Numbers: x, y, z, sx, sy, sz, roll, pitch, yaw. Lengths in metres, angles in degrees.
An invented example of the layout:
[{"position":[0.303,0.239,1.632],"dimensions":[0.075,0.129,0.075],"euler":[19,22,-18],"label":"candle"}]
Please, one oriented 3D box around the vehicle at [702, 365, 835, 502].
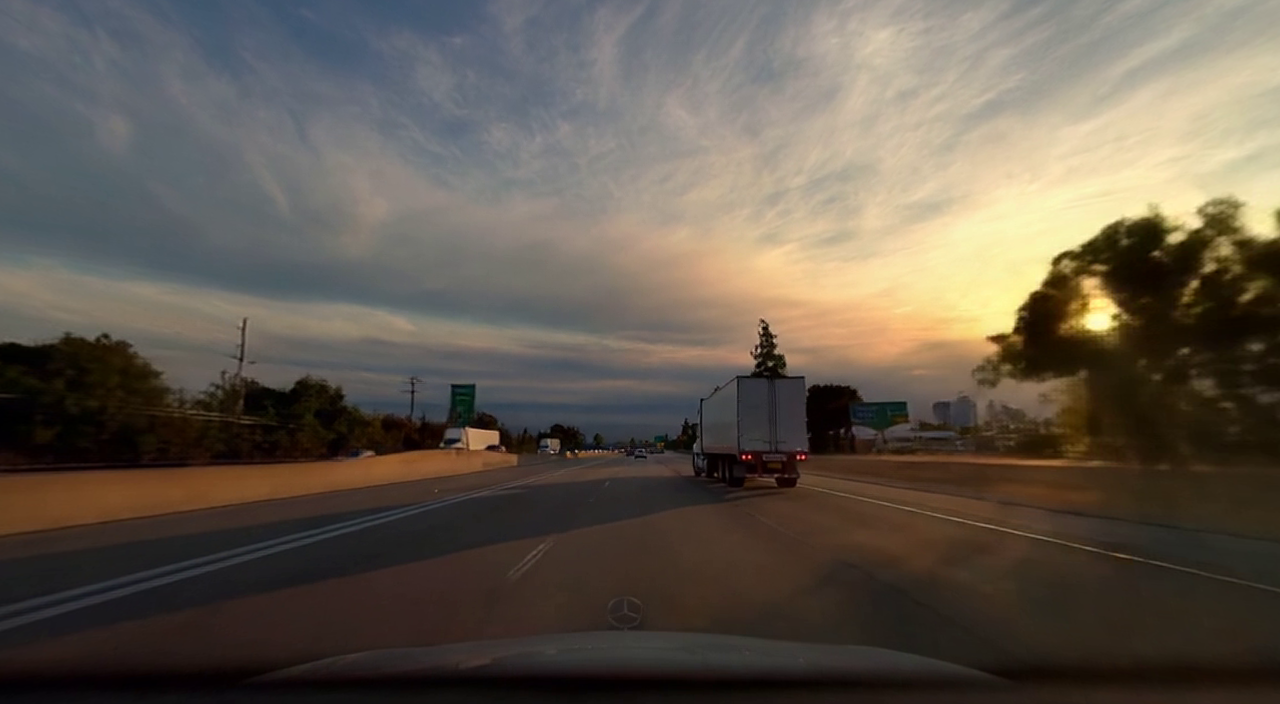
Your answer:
[{"position":[4.639,3.477,26.122],"dimensions":[3.058,4.312,12.251],"euler":[0,-9,1],"label":"vehicle"}]
